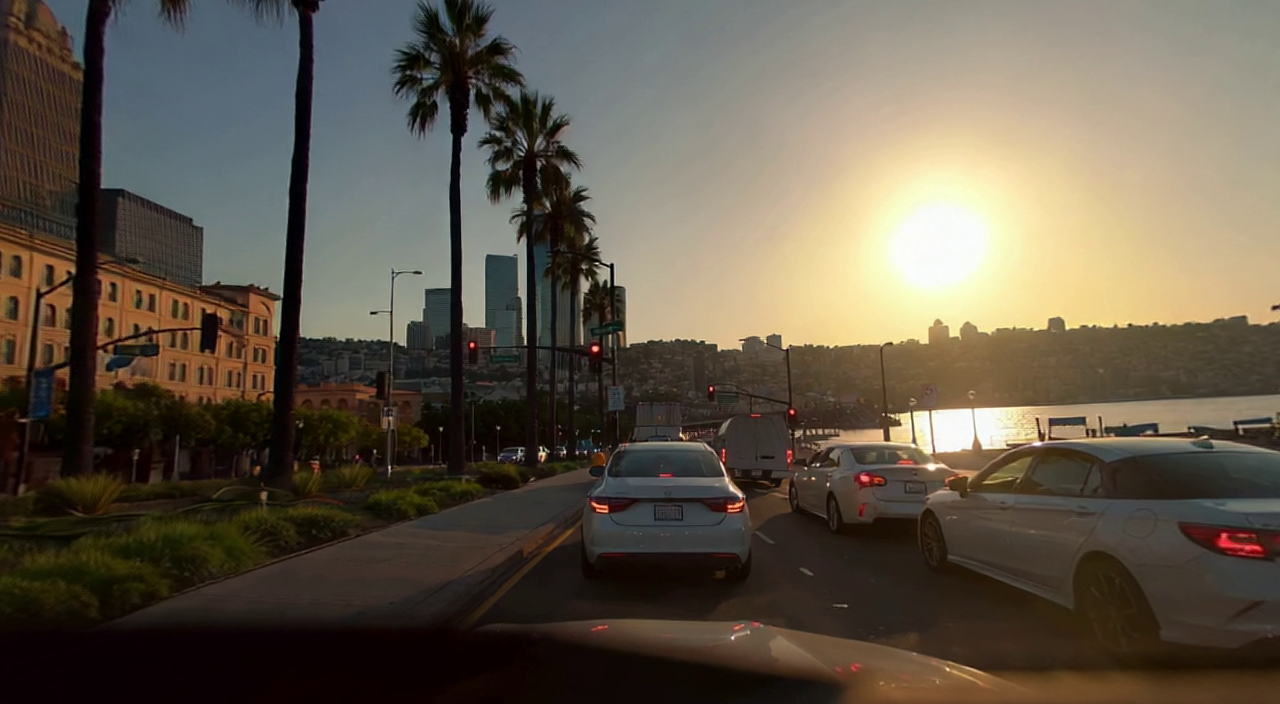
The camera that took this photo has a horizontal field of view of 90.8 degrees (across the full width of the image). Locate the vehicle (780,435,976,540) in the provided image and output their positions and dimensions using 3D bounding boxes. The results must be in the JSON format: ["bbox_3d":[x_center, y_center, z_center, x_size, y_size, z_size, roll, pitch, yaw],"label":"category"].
[{"bbox_3d":[3.903,2.282,11.308,1.920,1.490,4.417,-1,-9,2],"label":"vehicle"}]

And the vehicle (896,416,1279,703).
[{"bbox_3d":[3.929,1.358,5.083,1.913,1.469,4.425,0,-9,1],"label":"vehicle"}]

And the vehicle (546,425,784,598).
[{"bbox_3d":[0.249,1.694,7.473,2.093,1.503,3.681,0,-9,1],"label":"vehicle"}]
